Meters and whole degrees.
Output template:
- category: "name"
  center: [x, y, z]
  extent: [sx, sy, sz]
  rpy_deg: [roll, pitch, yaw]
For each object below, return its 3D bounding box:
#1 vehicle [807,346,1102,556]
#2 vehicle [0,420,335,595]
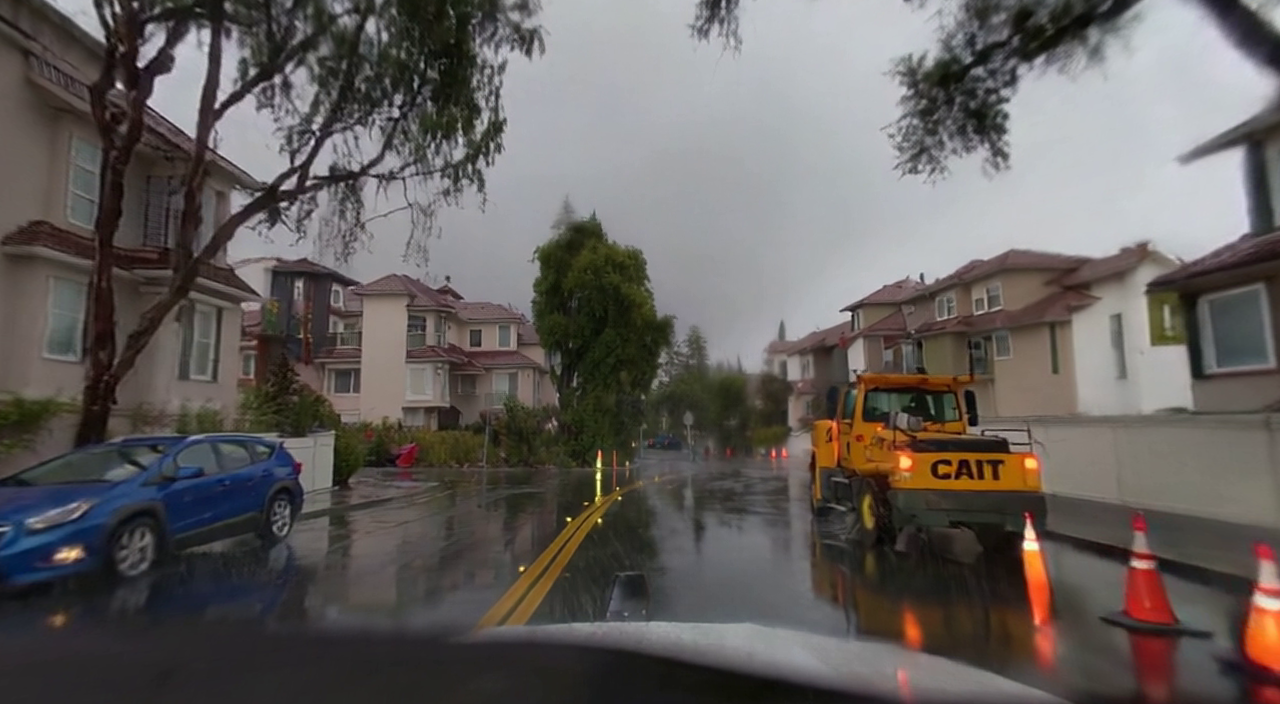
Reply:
- category: "vehicle"
  center: [4.411, 1.475, 9.714]
  extent: [2.501, 2.613, 3.505]
  rpy_deg: [0, -9, -3]
- category: "vehicle"
  center: [-6.663, 1.931, 8.919]
  extent: [2.220, 1.765, 4.799]
  rpy_deg: [0, -8, 1]
